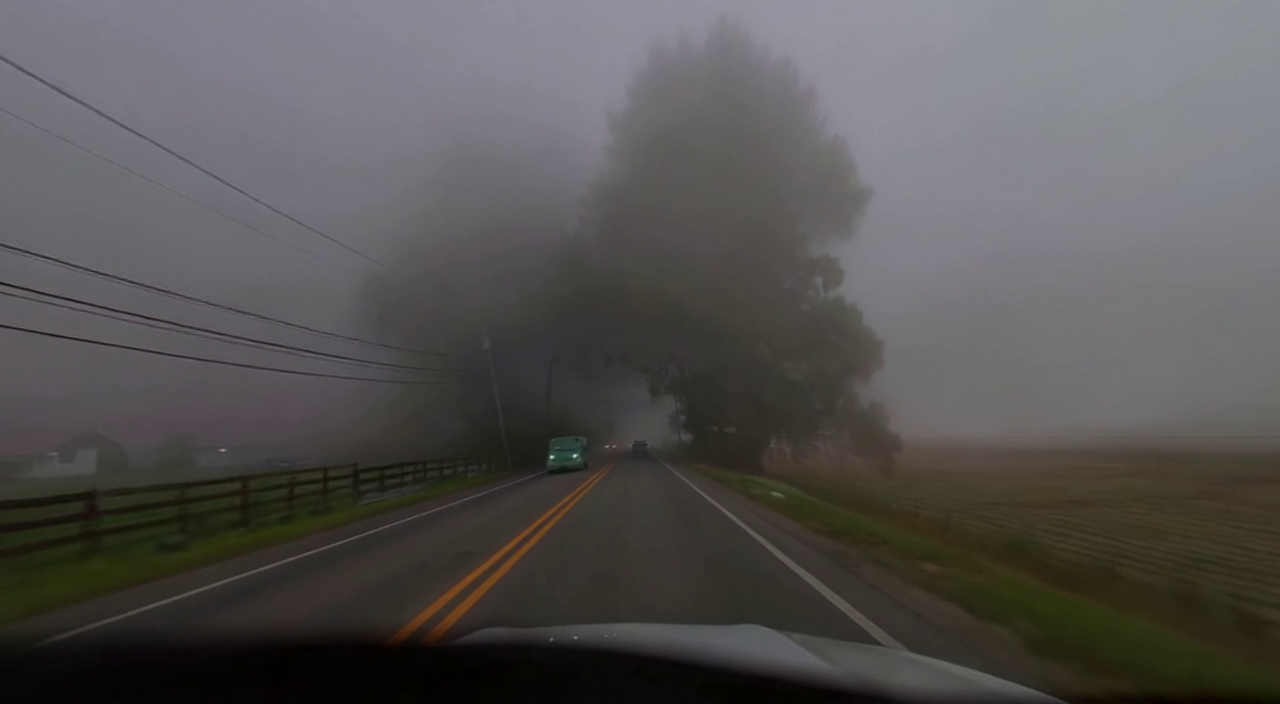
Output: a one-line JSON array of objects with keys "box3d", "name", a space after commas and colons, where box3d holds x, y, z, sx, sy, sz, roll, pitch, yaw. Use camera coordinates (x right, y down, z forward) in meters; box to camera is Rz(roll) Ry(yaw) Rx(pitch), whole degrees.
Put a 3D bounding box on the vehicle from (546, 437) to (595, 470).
[{"box3d": [-3.791, 5.685, 35.484, 2.217, 1.704, 4.418, 0, -9, 1], "name": "vehicle"}]
